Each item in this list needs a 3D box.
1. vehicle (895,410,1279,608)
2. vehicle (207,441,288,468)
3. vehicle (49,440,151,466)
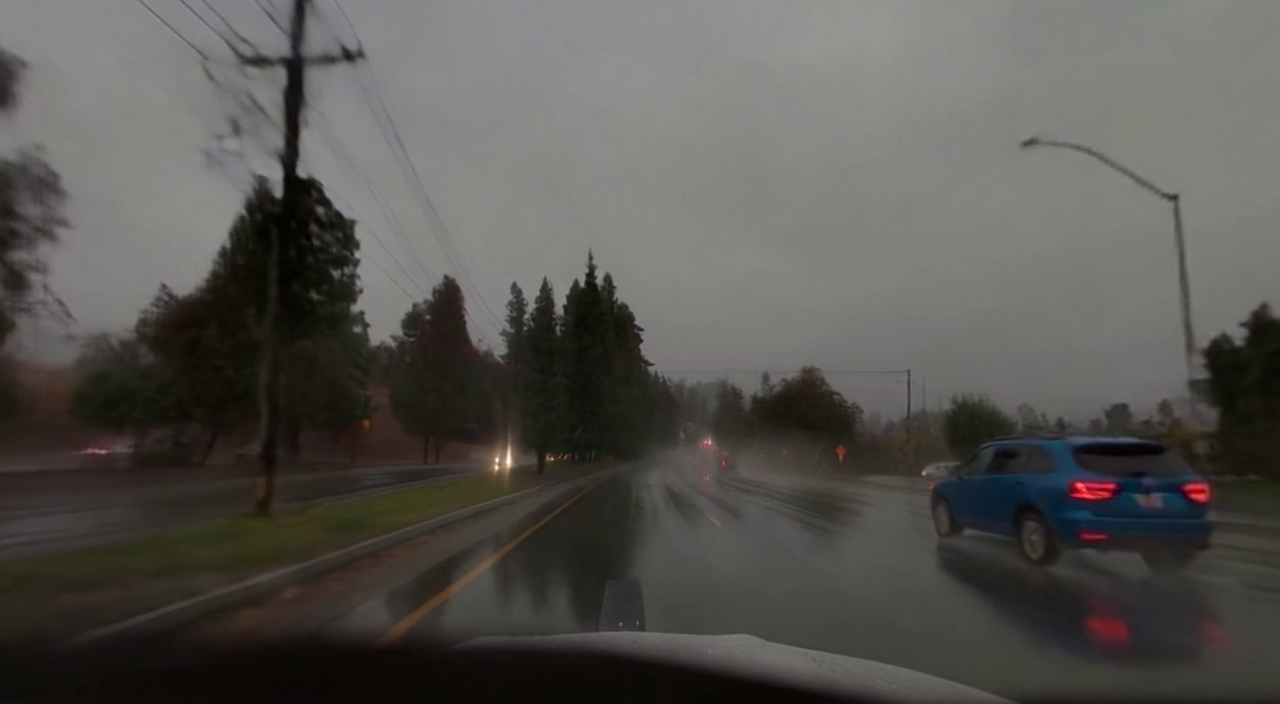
[{"bbox_3d":[6.032,2.002,9.233,2.331,1.872,5.378,-4,-9,1],"label":"vehicle"},{"bbox_3d":[-26.063,6.842,42.168,1.921,1.552,4.770,-5,-9,9],"label":"vehicle"},{"bbox_3d":[-33.628,6.310,39.539,1.841,1.534,4.664,-2,-9,9],"label":"vehicle"}]
